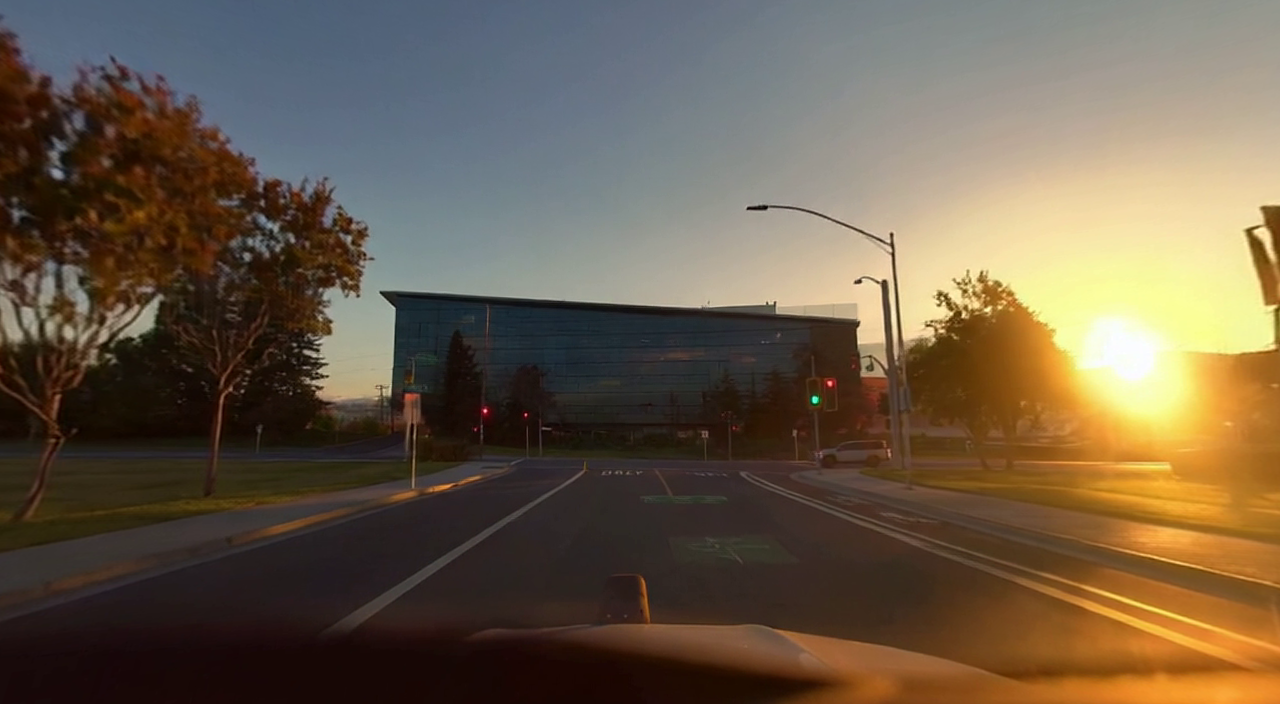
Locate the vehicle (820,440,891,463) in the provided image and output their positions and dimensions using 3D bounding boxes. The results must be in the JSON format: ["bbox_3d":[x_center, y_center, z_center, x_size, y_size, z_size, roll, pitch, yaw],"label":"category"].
[{"bbox_3d":[16.496,7.615,48.419,4.715,1.671,2.030,0,-8,-1],"label":"vehicle"}]
